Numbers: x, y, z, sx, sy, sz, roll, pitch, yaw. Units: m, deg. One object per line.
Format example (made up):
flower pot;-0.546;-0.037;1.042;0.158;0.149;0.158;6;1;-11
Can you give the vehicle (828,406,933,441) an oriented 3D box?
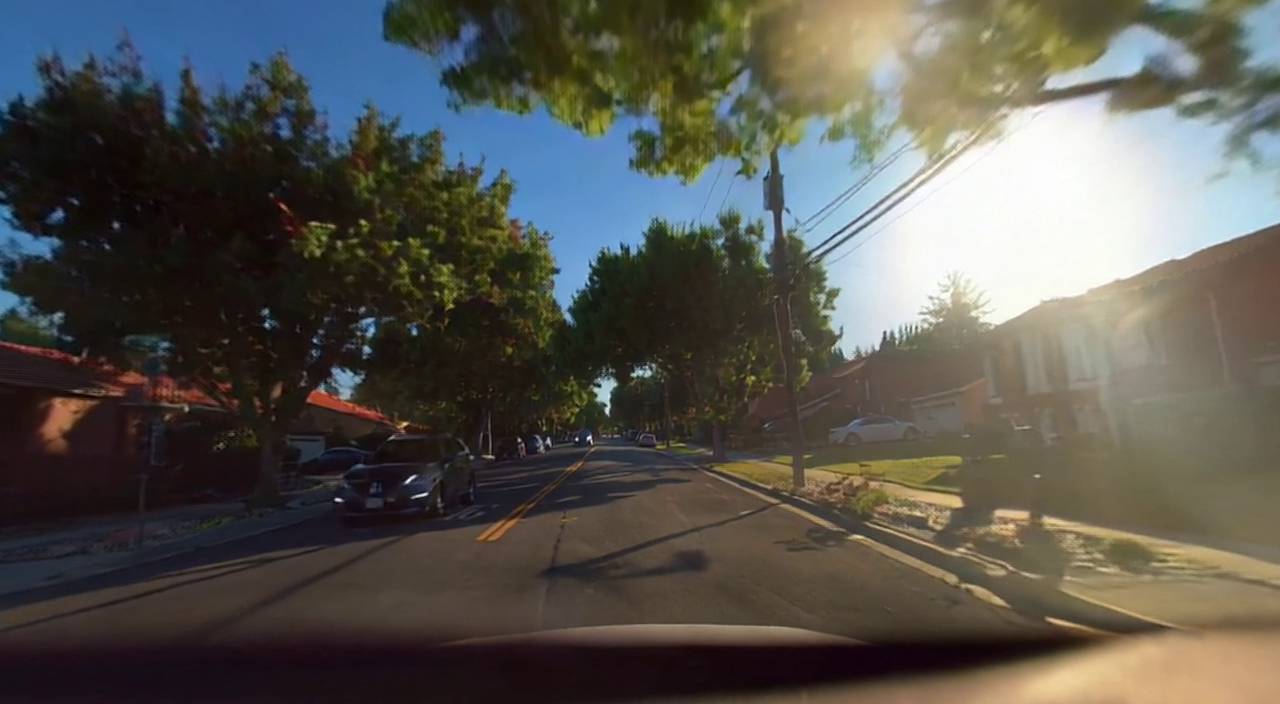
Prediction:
vehicle;11.705;3.536;31.023;4.389;1.480;2.038;-4;-8;8

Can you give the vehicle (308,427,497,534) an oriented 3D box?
vehicle;-4.306;2.376;12.362;1.973;1.683;4.400;0;-8;0

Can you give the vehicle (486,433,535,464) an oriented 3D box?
vehicle;-7.413;5.559;36.544;2.031;1.662;4.194;0;-8;-1
